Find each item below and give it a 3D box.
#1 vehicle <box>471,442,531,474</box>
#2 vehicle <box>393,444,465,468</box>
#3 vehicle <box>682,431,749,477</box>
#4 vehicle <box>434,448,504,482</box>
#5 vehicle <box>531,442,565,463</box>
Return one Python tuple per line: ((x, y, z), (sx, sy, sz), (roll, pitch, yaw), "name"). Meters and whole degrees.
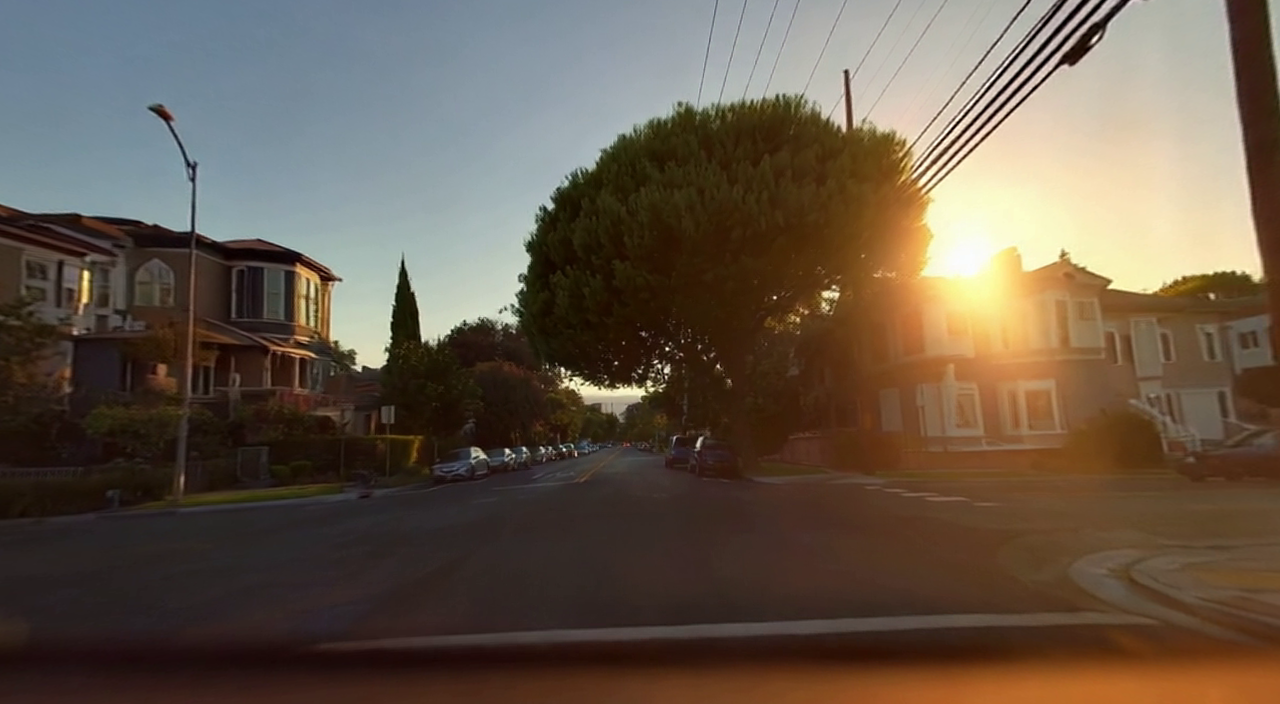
((-7.149, 5.493, 32.925), (1.957, 1.549, 4.527), (0, -8, 2), "vehicle")
((-13.484, 6.661, 40.585), (3.905, 1.480, 1.892), (0, -9, 0), "vehicle")
((3.004, 4.203, 26.128), (2.114, 1.708, 4.474), (0, -9, -1), "vehicle")
((-7.289, 4.835, 27.329), (1.926, 1.307, 3.909), (0, -9, 0), "vehicle")
((-7.134, 7.822, 49.178), (1.914, 1.508, 4.653), (0, -8, 0), "vehicle")
